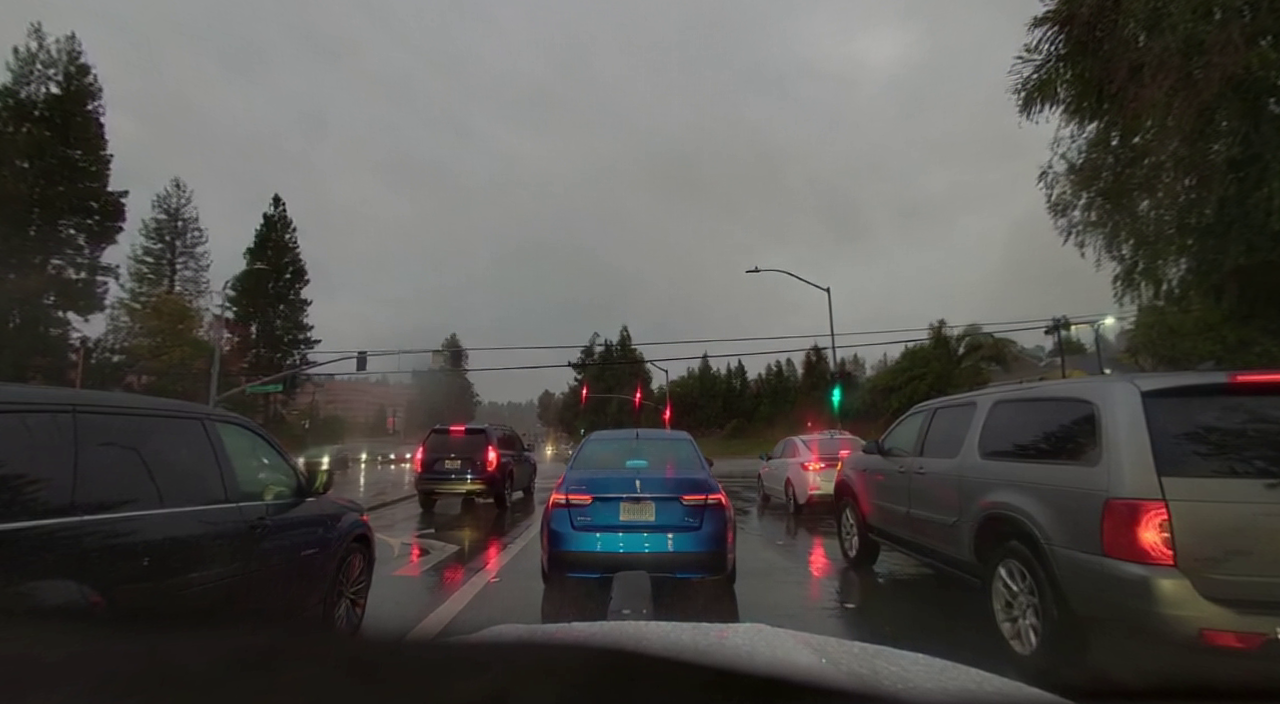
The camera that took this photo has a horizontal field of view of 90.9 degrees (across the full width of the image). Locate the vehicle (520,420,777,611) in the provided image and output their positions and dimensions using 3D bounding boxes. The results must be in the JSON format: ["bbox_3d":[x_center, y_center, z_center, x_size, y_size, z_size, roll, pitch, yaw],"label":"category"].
[{"bbox_3d":[0.029,1.586,7.023,2.021,1.490,3.948,0,-8,-1],"label":"vehicle"}]

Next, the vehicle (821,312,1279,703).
[{"bbox_3d":[3.216,1.098,4.724,2.141,1.833,4.704,0,-8,-2],"label":"vehicle"}]

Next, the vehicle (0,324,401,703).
[{"bbox_3d":[-3.125,0.953,3.302,1.982,1.721,4.261,0,-8,1],"label":"vehicle"}]

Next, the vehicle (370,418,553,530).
[{"bbox_3d":[-3.183,2.299,12.449,2.117,1.772,4.619,0,-8,2],"label":"vehicle"}]
